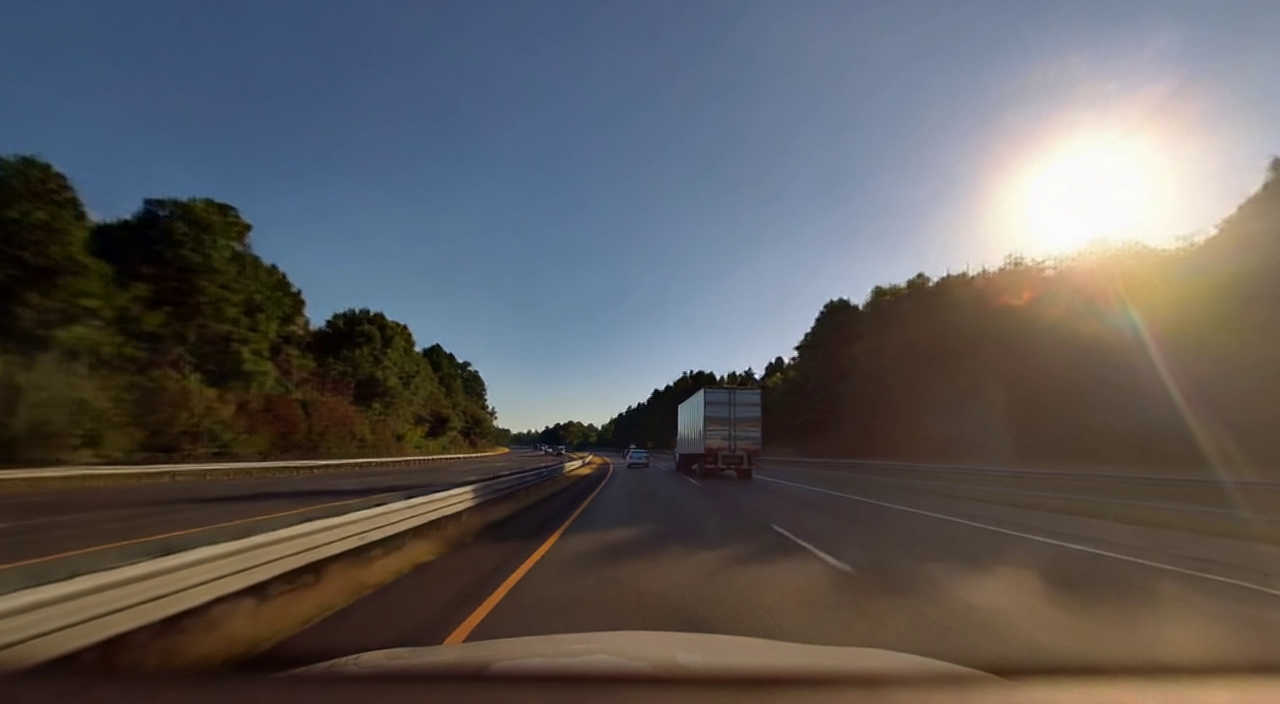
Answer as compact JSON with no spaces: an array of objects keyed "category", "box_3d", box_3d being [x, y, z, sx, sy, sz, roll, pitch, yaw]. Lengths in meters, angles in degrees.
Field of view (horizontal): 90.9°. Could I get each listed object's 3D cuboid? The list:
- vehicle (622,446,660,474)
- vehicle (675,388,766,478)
[{"category":"vehicle","box_3d":[0.012,6.264,36.720,2.051,1.513,4.511,0,-9,-2]},{"category":"vehicle","box_3d":[4.038,4.811,35.849,2.883,4.057,14.579,0,-9,-1]}]
